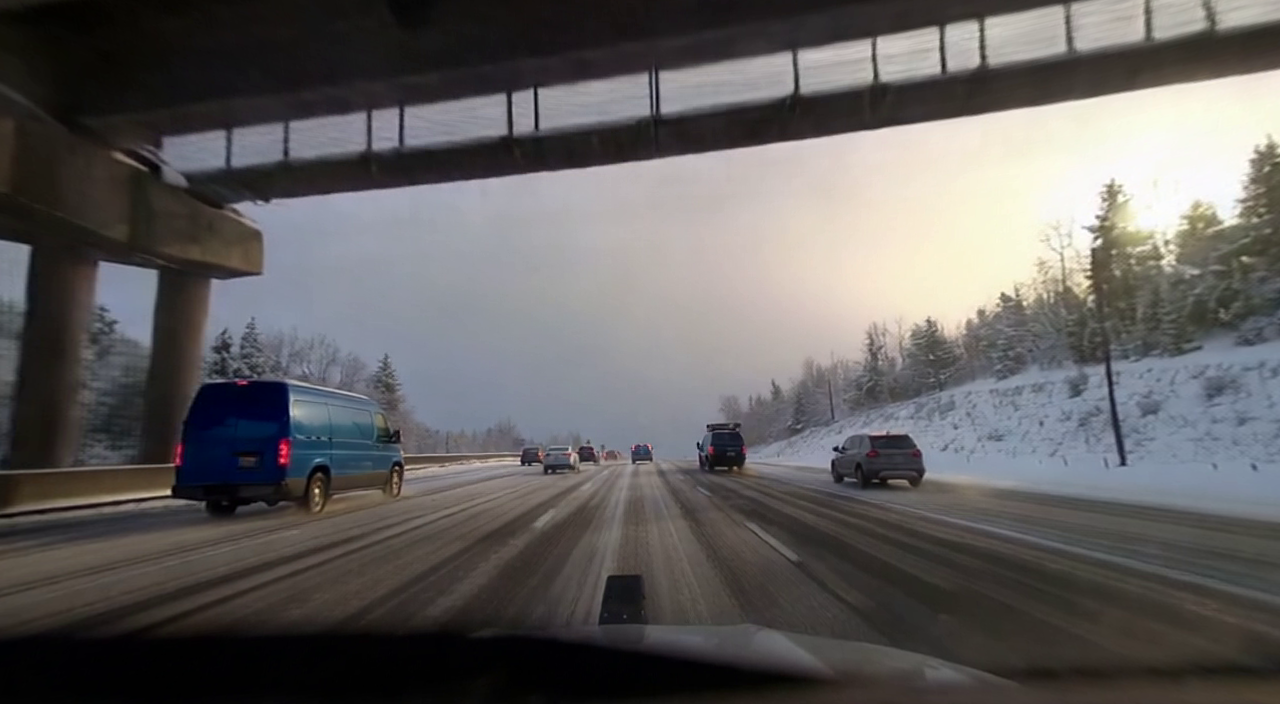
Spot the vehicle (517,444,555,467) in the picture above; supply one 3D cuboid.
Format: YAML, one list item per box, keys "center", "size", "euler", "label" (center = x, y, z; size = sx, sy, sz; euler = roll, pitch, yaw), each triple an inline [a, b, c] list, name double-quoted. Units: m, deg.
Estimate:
- center: [-7.459, 7.473, 45.635]
  size: [1.961, 1.562, 4.301]
  euler: [0, -8, 1]
  label: "vehicle"

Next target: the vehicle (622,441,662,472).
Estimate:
- center: [0.115, 5.933, 36.024]
  size: [2.115, 1.617, 4.102]
  euler: [0, -8, 0]
  label: "vehicle"

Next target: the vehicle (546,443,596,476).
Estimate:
- center: [-3.344, 5.288, 31.328]
  size: [1.970, 1.483, 4.071]
  euler: [-1, -8, 1]
  label: "vehicle"

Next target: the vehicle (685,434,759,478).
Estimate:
- center: [3.720, 4.899, 30.019]
  size: [2.777, 1.895, 5.710]
  euler: [0, -8, 0]
  label: "vehicle"

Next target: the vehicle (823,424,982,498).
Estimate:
- center: [7.454, 3.175, 18.815]
  size: [2.304, 1.840, 5.706]
  euler: [0, -8, 0]
  label: "vehicle"

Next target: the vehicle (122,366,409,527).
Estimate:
- center: [-7.527, 2.062, 13.961]
  size: [2.336, 2.708, 6.421]
  euler: [0, -8, 0]
  label: "vehicle"
